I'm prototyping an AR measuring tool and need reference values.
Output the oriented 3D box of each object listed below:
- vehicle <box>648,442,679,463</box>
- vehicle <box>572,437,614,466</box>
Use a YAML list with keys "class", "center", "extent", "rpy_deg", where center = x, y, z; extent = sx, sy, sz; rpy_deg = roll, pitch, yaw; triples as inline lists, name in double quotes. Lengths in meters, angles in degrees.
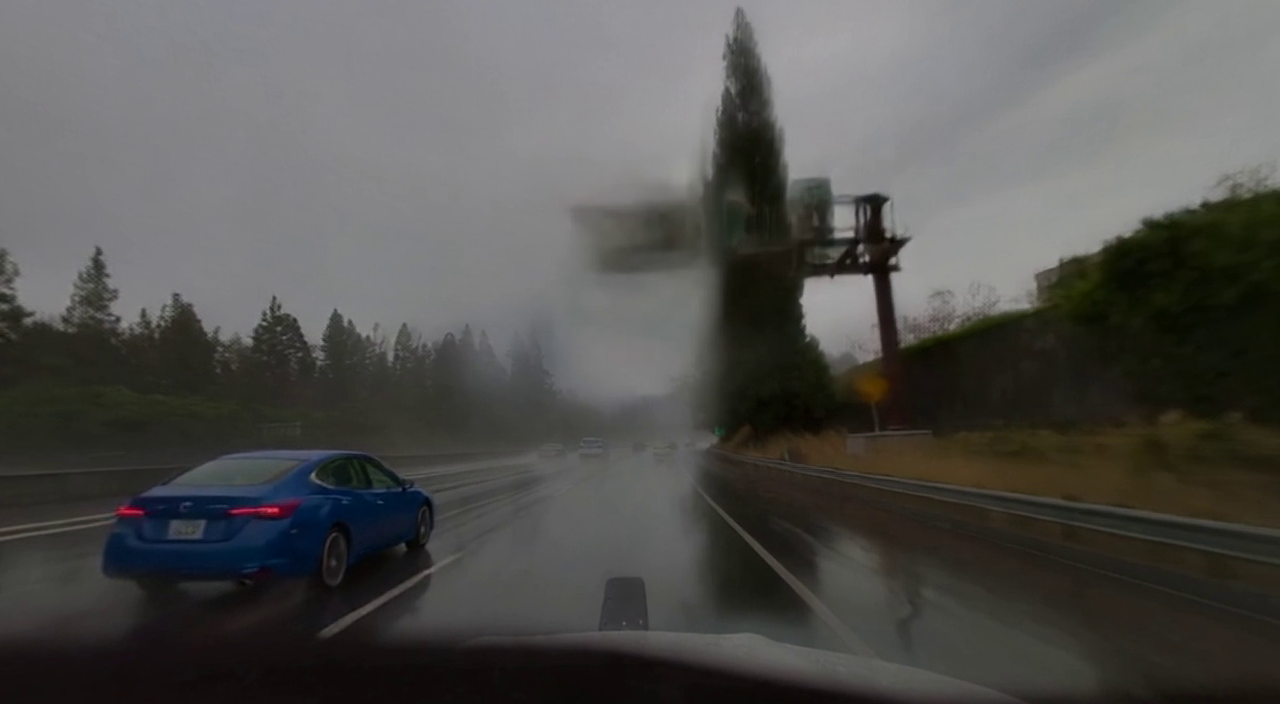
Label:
- class: "vehicle"
  center: [1.773, 7.325, 46.245]
  extent: [2.113, 1.464, 4.073]
  rpy_deg: [0, -8, 3]
- class: "vehicle"
  center: [-2.879, 6.291, 39.981]
  extent: [2.071, 1.716, 4.363]
  rpy_deg: [-1, -8, 3]
